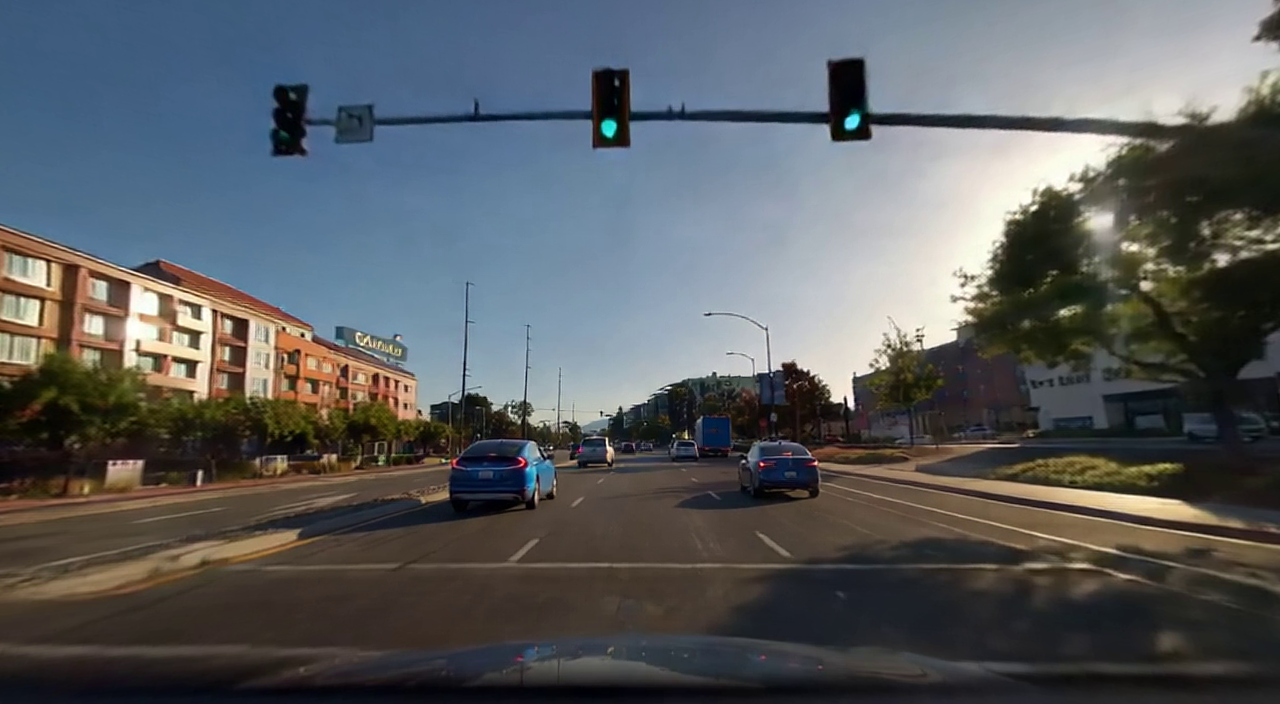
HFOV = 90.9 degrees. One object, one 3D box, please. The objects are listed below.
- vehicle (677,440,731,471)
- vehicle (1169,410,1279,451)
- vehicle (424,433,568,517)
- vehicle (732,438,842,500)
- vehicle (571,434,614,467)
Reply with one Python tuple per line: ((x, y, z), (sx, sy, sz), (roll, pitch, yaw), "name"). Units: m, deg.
((3.186, 5.299, 32.397), (2.020, 1.461, 4.326), (0, -8, -4), "vehicle")
((40.247, 5.485, 43.385), (2.787, 2.561, 5.416), (-1, -9, 1), "vehicle")
((-2.908, 2.594, 13.840), (2.003, 1.509, 4.396), (-1, -8, 2), "vehicle")
((3.805, 3.099, 17.123), (1.972, 1.452, 4.189), (0, -8, 0), "vehicle")
((-2.714, 5.761, 36.998), (2.137, 1.796, 4.304), (0, -8, 1), "vehicle")
